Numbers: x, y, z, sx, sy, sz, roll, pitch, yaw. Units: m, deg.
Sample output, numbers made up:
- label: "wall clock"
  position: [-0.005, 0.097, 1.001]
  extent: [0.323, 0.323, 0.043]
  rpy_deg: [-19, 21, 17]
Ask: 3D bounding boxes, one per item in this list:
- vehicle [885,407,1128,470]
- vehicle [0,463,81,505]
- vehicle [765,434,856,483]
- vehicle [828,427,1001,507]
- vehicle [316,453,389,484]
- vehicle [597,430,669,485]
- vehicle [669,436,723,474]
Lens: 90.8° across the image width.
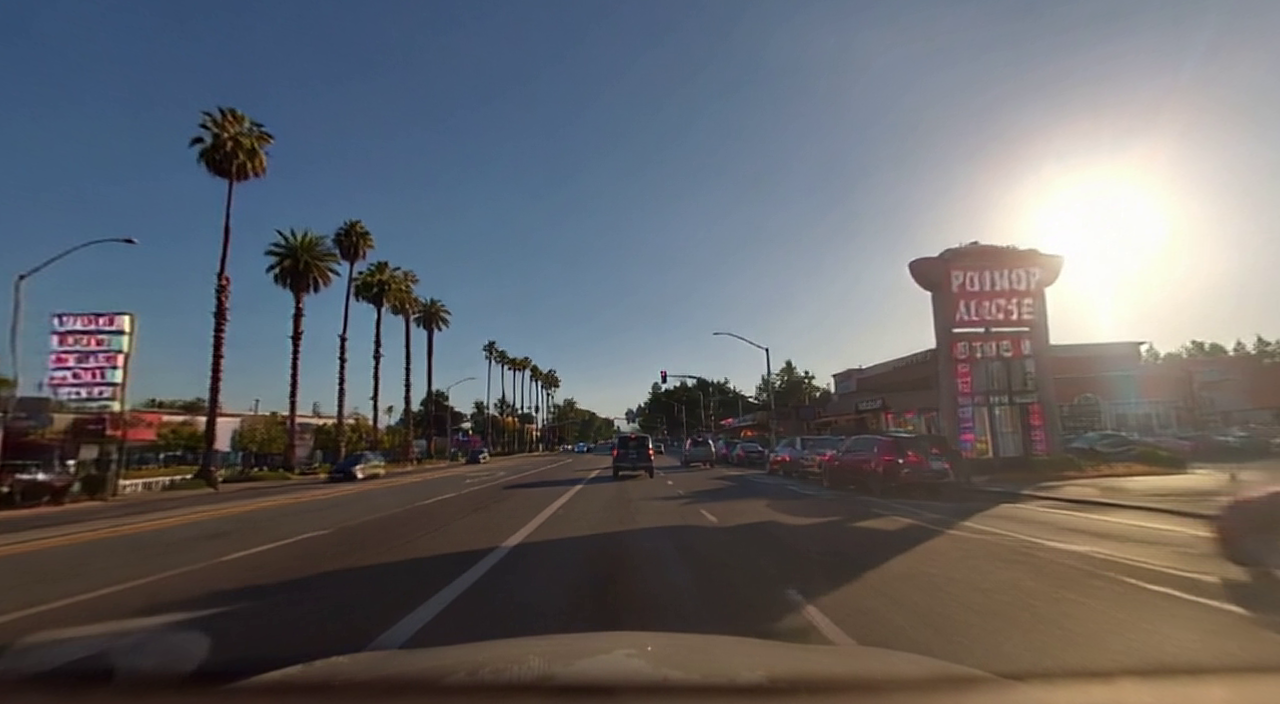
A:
- label: "vehicle"
  position: [17.353, 4.247, 30.579]
  extent: [9.658, 2.834, 2.994]
  rpy_deg: [-1, -9, 3]
- label: "vehicle"
  position: [-27.950, 5.875, 28.076]
  extent: [4.139, 1.702, 2.040]
  rpy_deg: [-1, -9, -3]
- label: "vehicle"
  position: [6.366, 4.071, 24.287]
  extent: [2.001, 1.692, 4.800]
  rpy_deg: [0, -9, -2]
- label: "vehicle"
  position: [6.486, 2.802, 15.651]
  extent: [2.100, 1.675, 4.536]
  rpy_deg: [0, -9, -2]
- label: "vehicle"
  position: [-15.018, 6.094, 33.266]
  extent: [1.875, 1.513, 4.260]
  rpy_deg: [0, -9, -1]
- label: "vehicle"
  position: [-0.279, 3.966, 23.872]
  extent: [2.428, 1.816, 4.959]
  rpy_deg: [0, -9, -1]
- label: "vehicle"
  position: [2.773, 5.272, 32.389]
  extent: [2.187, 1.777, 4.444]
  rpy_deg: [0, -9, -2]
